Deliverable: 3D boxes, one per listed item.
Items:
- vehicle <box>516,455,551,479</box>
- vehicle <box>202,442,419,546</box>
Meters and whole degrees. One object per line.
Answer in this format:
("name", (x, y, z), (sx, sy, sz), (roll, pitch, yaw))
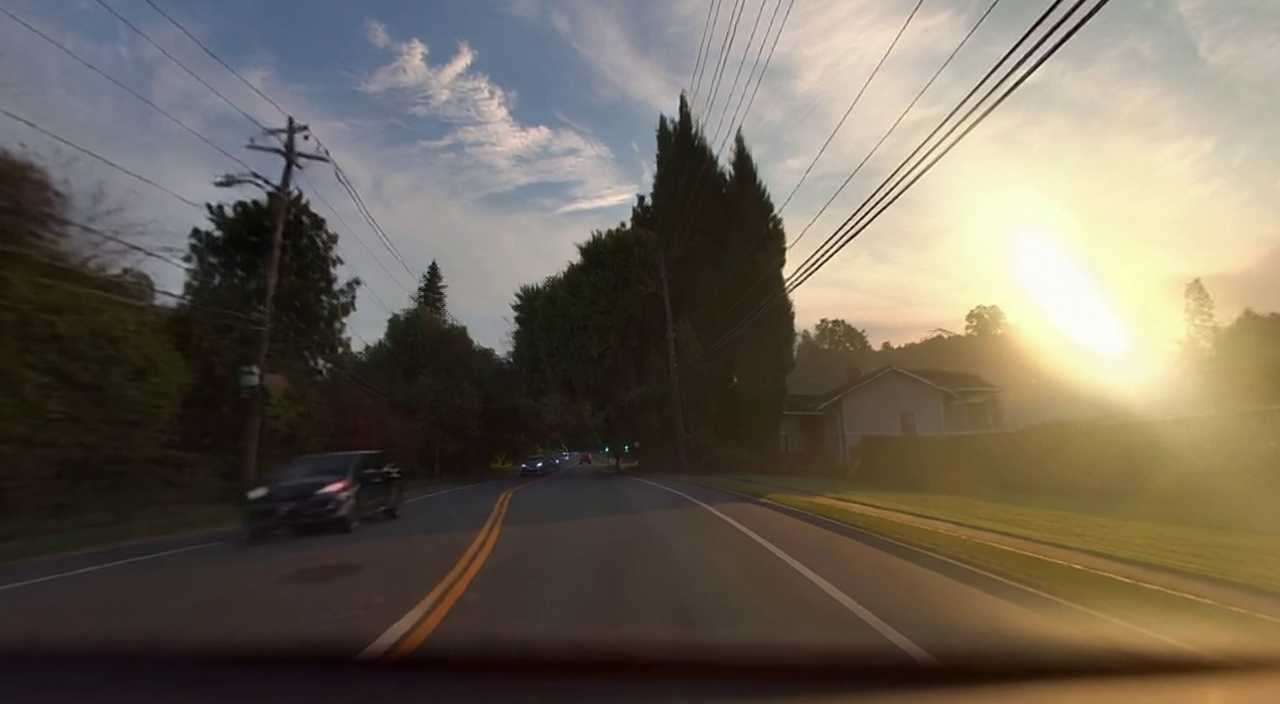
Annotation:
("vehicle", (-8.050, 8.697, 48.053), (2.121, 1.653, 4.510), (0, -8, -3))
("vehicle", (-6.758, 2.910, 13.808), (2.220, 1.817, 4.839), (0, -8, -1))
